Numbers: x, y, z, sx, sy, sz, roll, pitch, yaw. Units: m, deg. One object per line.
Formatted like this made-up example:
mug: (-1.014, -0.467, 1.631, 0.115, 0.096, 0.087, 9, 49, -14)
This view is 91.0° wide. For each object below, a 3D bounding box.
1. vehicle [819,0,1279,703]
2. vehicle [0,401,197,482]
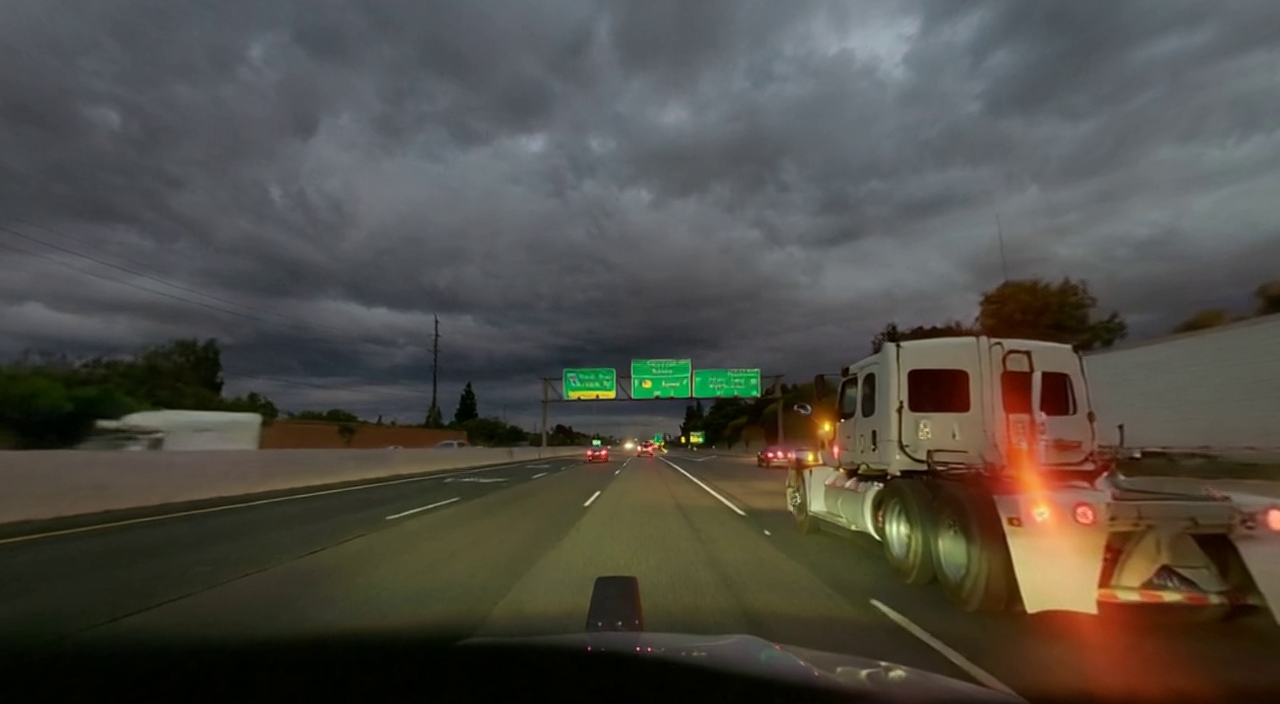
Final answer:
vehicle: (3.970, -0.540, 0.839, 2.899, 4.078, 16.430, 0, -8, 1)
vehicle: (-14.507, 2.368, 16.536, 2.205, 1.808, 4.768, 0, -9, 1)
